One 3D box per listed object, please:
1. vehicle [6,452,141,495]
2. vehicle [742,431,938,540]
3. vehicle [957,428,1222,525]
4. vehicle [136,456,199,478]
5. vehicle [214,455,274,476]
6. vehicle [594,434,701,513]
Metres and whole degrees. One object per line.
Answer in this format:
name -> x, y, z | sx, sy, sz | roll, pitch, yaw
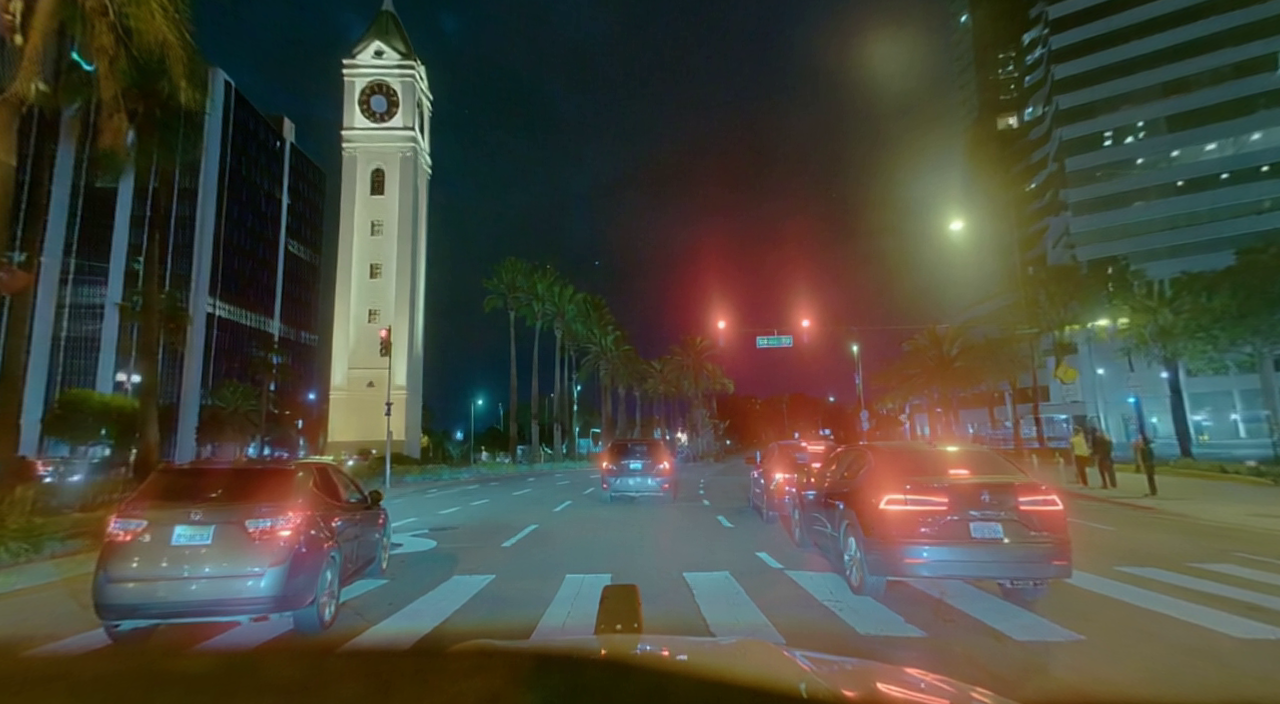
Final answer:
vehicle -> -26.701, 5.712, 29.951 | 2.105, 1.793, 4.812 | 0, -9, -4
vehicle -> 3.100, 2.168, 10.879 | 1.913, 1.469, 4.425 | 0, -9, 0
vehicle -> 8.175, 2.280, 12.080 | 1.859, 1.508, 4.259 | 0, -9, -1
vehicle -> -36.856, 8.972, 49.194 | 1.700, 1.527, 4.445 | 1, -9, -4
vehicle -> -30.862, 8.809, 49.173 | 1.829, 1.483, 4.745 | 0, -9, -3
vehicle -> 0.178, 2.612, 13.986 | 2.048, 1.503, 3.681 | 0, -9, 1
